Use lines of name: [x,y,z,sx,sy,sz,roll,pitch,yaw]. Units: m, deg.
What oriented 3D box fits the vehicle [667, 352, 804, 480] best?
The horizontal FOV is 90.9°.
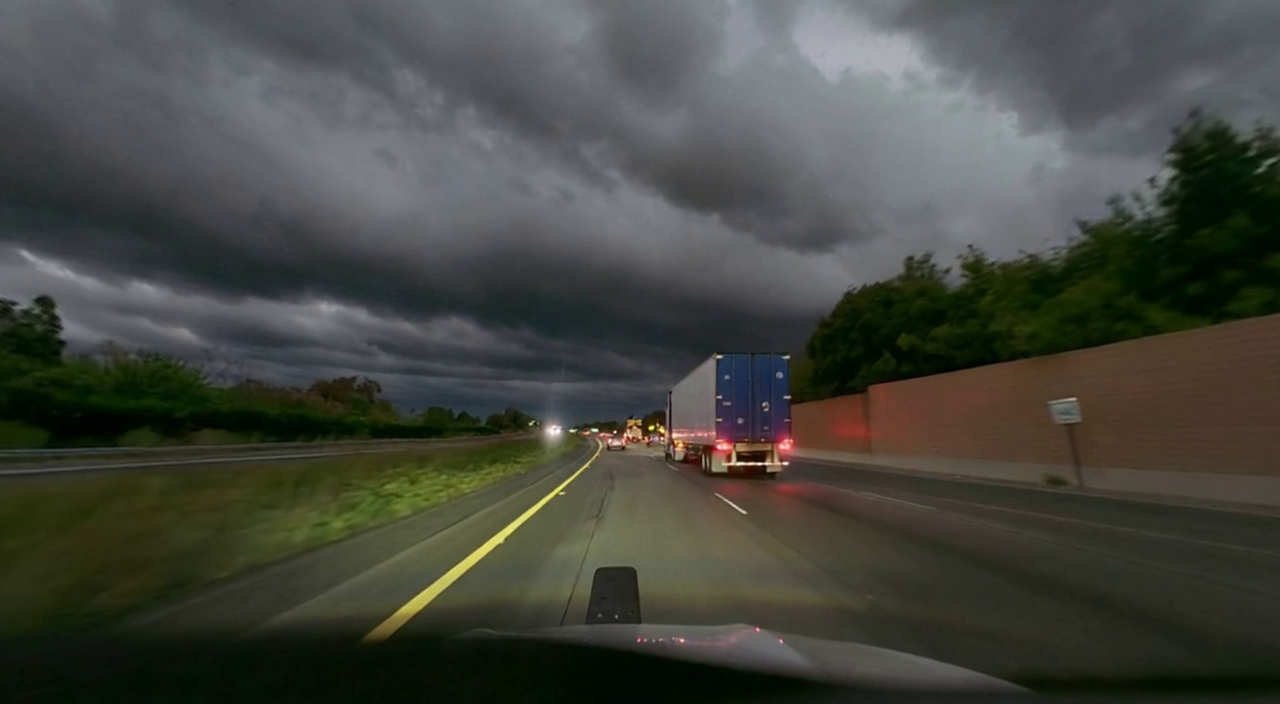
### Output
vehicle: [3.303,2.914,26.994,2.965,4.033,14.299,0,-7,-3]
